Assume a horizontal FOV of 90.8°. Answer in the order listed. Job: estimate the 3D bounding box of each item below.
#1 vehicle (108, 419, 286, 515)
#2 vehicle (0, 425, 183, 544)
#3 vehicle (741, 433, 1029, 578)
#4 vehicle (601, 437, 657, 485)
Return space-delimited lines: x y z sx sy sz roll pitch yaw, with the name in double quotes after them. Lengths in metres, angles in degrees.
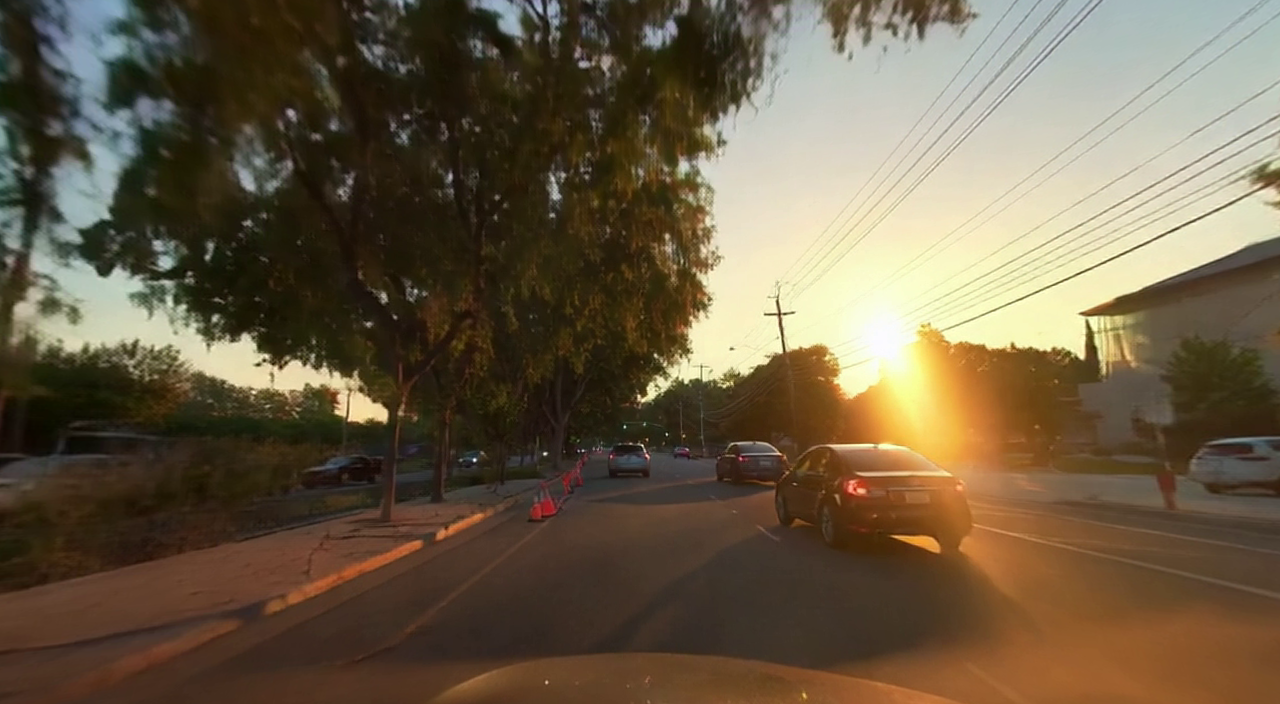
-12.495 3.227 18.201 2.254 2.412 3.760 -1 -8 1 "vehicle"
-12.515 2.573 12.712 2.223 2.091 6.044 -1 -8 -1 "vehicle"
2.927 1.918 8.894 1.977 1.460 4.565 0 -8 -4 "vehicle"
-0.418 4.322 25.352 2.050 1.745 3.915 -1 -8 0 "vehicle"
